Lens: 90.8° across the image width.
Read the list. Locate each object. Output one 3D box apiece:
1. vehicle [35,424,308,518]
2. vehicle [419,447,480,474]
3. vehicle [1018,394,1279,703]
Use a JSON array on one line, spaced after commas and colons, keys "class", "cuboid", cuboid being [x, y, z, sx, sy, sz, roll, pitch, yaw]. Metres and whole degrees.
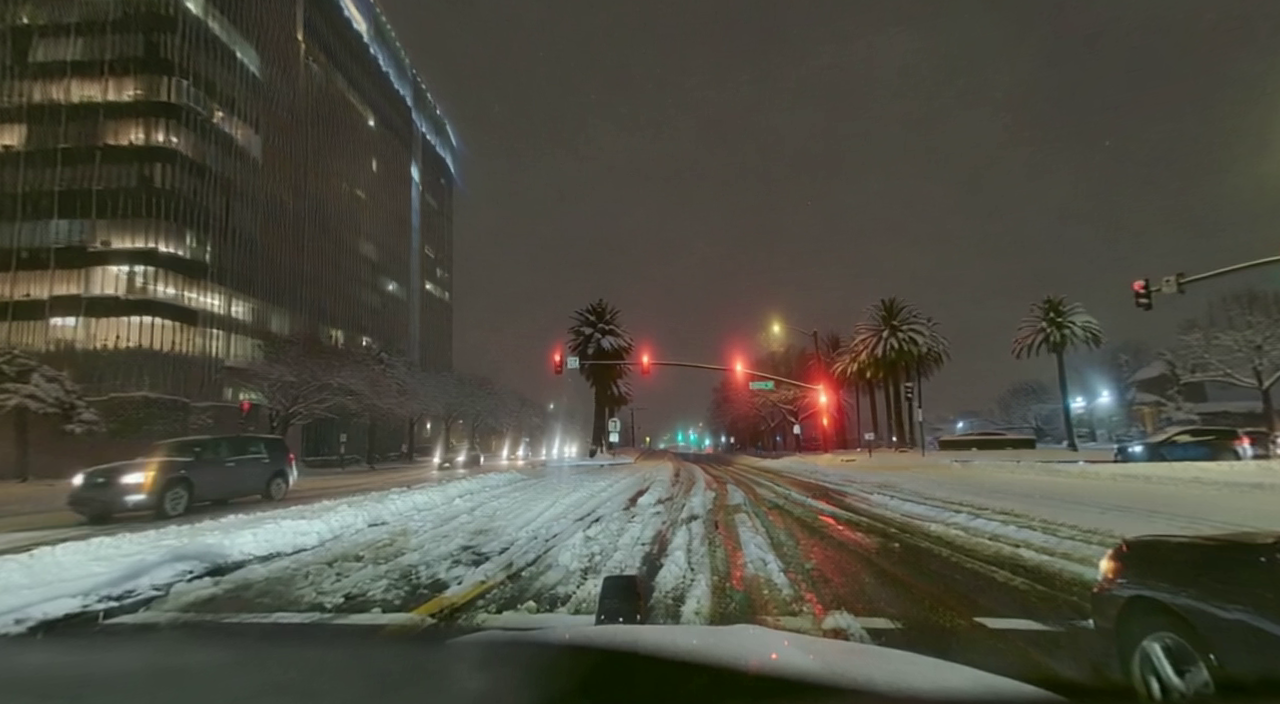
[{"class": "vehicle", "cuboid": [-12.342, 3.186, 17.595, 2.614, 2.104, 6.364, -1, -9, 2]}, {"class": "vehicle", "cuboid": [-11.714, 6.693, 39.227, 2.145, 1.504, 4.857, -1, -9, 2]}, {"class": "vehicle", "cuboid": [3.250, 0.719, 1.060, 2.106, 1.472, 4.854, 0, -9, -2]}]
